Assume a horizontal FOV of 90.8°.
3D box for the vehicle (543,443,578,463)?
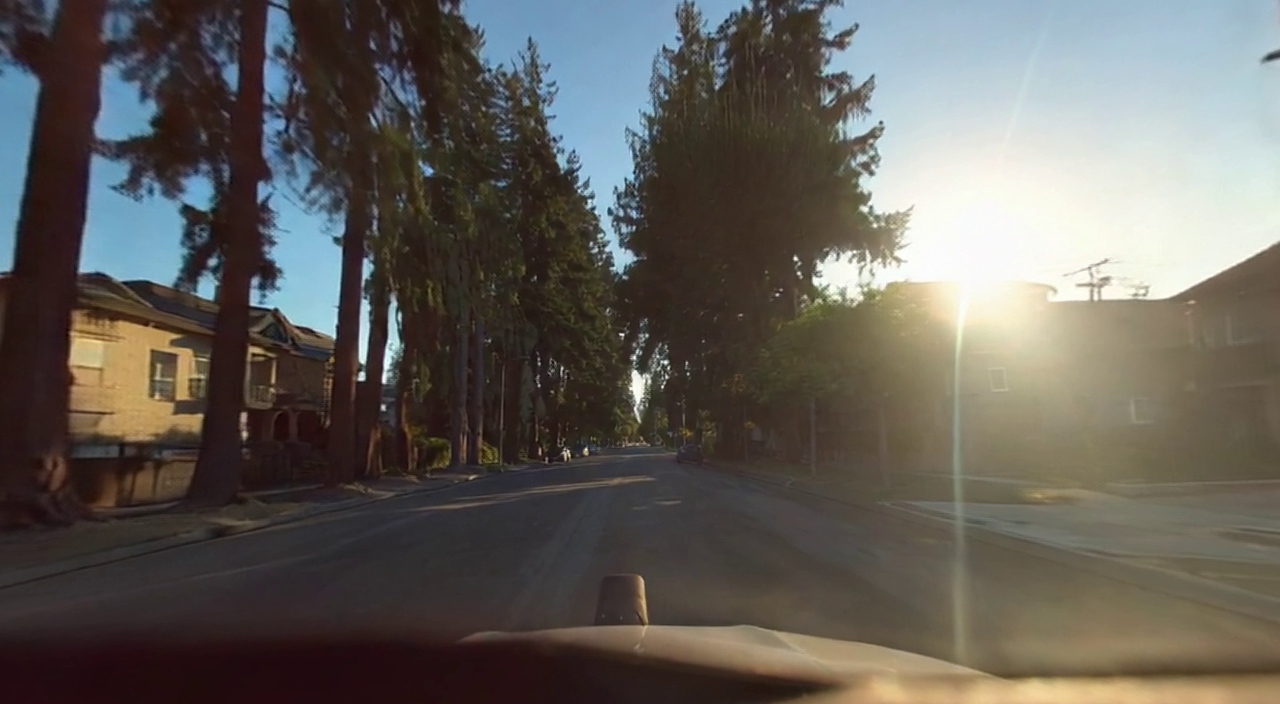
[{"bbox_3d":[-6.137,7.877,49.377,2.026,1.449,4.422,-1,-8,2],"label":"vehicle"}]
